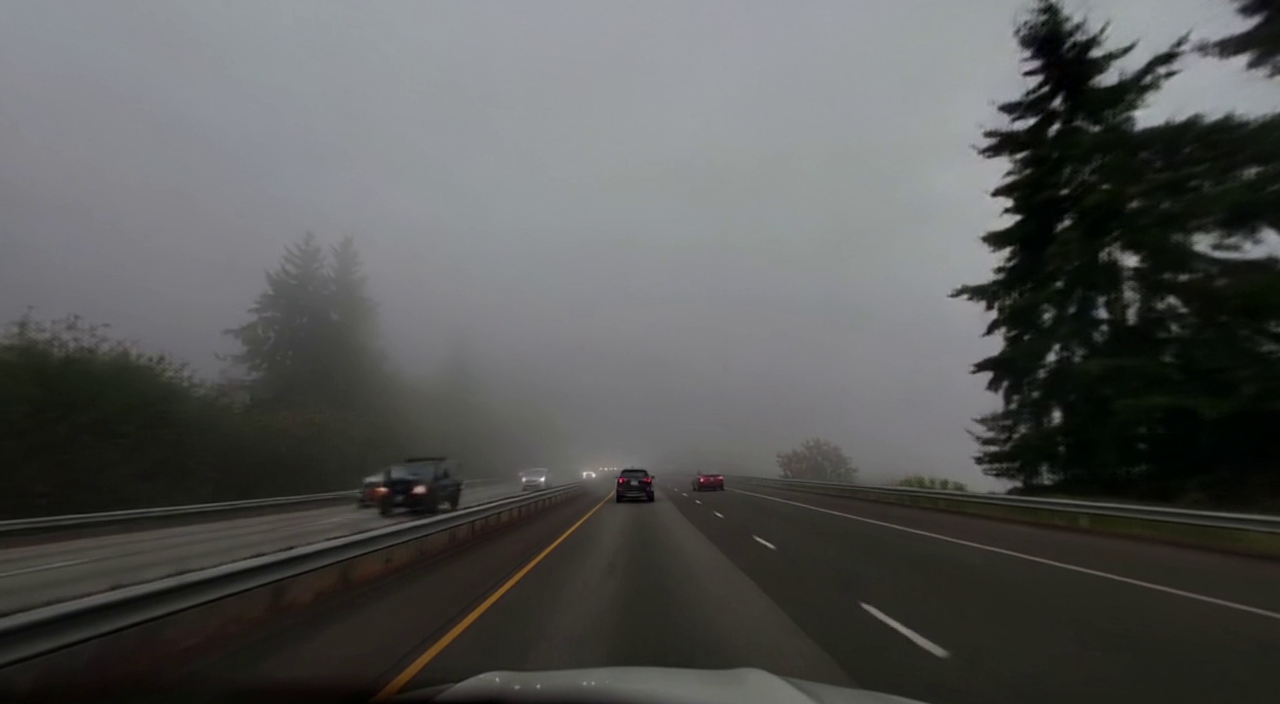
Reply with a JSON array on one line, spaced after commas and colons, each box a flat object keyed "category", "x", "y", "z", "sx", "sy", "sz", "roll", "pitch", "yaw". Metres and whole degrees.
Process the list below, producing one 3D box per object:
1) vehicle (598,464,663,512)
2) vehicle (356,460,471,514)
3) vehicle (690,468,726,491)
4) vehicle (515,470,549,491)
[{"category": "vehicle", "x": -0.314, "y": 4.649, "z": 21.855, "sx": 2.060, "sy": 1.473, "sz": 3.726, "roll": 1, "pitch": -10, "yaw": -1}, {"category": "vehicle", "x": -7.544, "y": 4.553, "z": 21.574, "sx": 2.156, "sy": 1.596, "sz": 4.559, "roll": 1, "pitch": -10, "yaw": 0}, {"category": "vehicle", "x": 4.626, "y": 8.719, "z": 43.173, "sx": 1.974, "sy": 1.476, "sz": 4.119, "roll": 1, "pitch": -10, "yaw": 0}, {"category": "vehicle", "x": -7.971, "y": 9.492, "z": 46.653, "sx": 1.780, "sy": 1.447, "sz": 3.670, "roll": 0, "pitch": -10, "yaw": 1}]
